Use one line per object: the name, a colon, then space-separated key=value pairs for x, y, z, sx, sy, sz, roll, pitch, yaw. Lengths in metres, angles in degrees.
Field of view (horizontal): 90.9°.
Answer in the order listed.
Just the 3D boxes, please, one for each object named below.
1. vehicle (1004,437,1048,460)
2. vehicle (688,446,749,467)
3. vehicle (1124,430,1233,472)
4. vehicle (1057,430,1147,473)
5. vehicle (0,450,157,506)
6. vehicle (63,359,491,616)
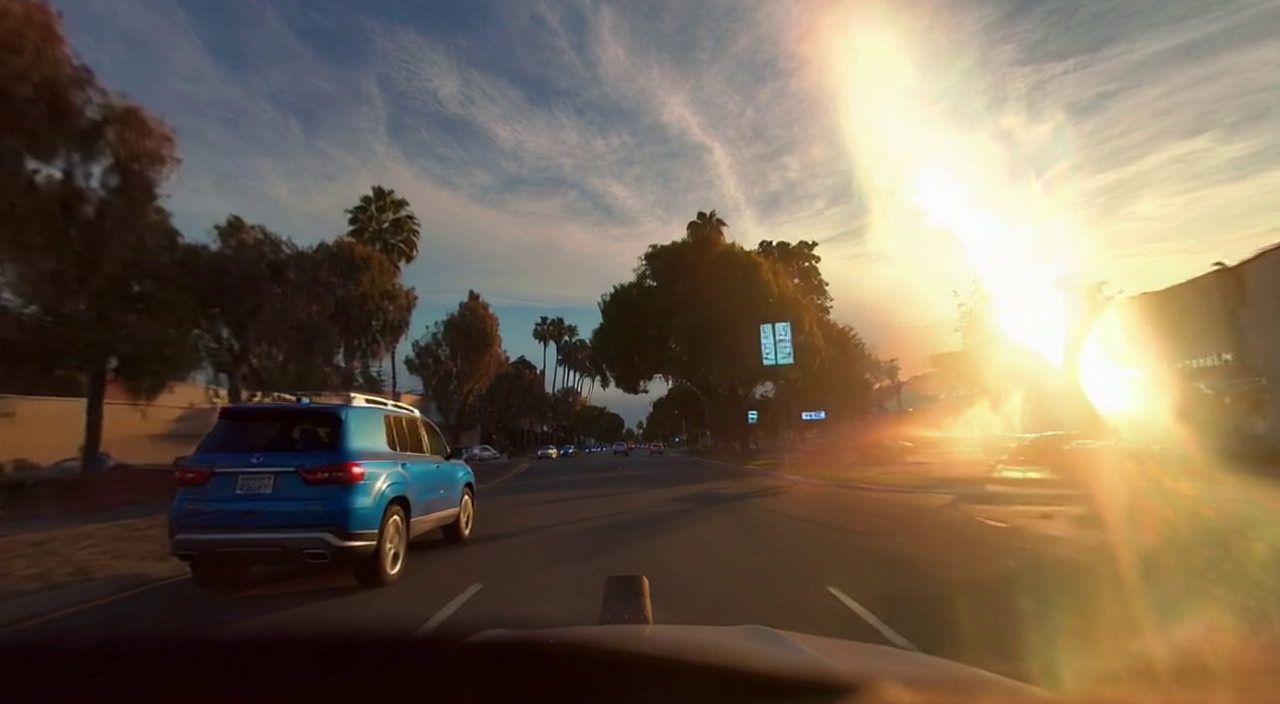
vehicle: x=29.066 y=7.291 z=47.560 sx=1.982 sy=1.611 sz=4.314 roll=-4 pitch=-9 yaw=21
vehicle: x=5.994 y=8.005 z=48.513 sx=1.919 sy=1.472 sz=4.470 roll=7 pitch=-11 yaw=-40
vehicle: x=25.611 y=4.749 z=30.303 sx=2.162 sy=1.806 sz=5.704 roll=-4 pitch=-9 yaw=22
vehicle: x=21.447 y=4.634 z=29.499 sx=2.180 sy=1.808 sz=4.462 roll=-3 pitch=-9 yaw=21
vehicle: x=-18.206 y=3.833 z=19.554 sx=2.200 sy=1.505 sz=4.815 roll=-2 pitch=-9 yaw=9
vehicle: x=-3.352 y=1.382 z=7.223 sx=2.152 sy=1.987 sz=4.527 roll=0 pitch=-9 yaw=0
